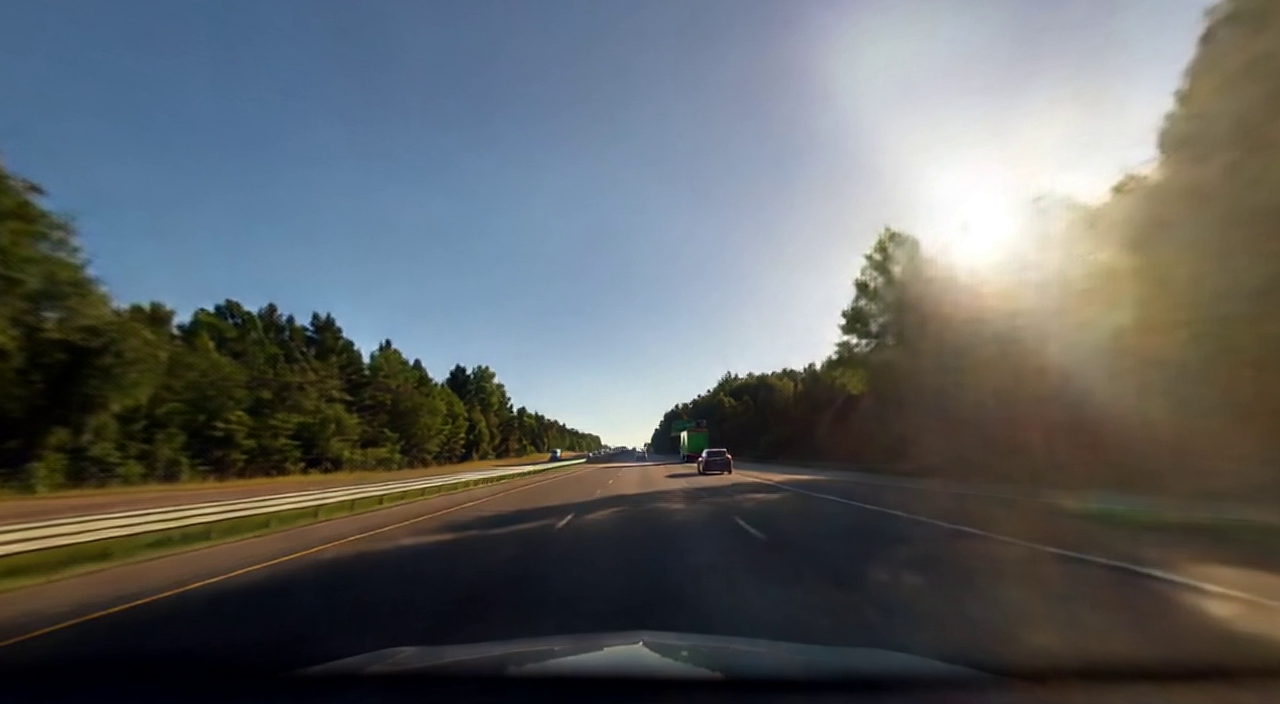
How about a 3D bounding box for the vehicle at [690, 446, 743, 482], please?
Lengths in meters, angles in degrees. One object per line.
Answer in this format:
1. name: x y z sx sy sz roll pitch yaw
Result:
1. vehicle: 3.599 5.368 30.435 2.019 1.601 3.953 0 -9 -1
